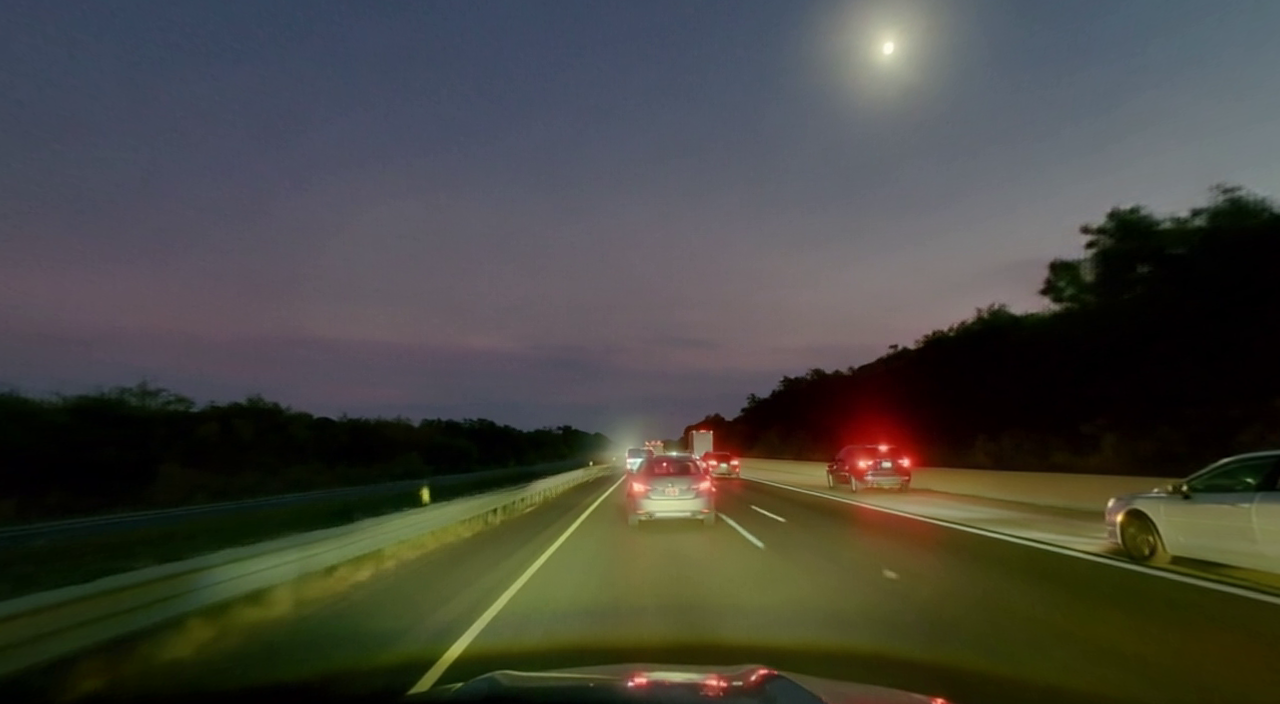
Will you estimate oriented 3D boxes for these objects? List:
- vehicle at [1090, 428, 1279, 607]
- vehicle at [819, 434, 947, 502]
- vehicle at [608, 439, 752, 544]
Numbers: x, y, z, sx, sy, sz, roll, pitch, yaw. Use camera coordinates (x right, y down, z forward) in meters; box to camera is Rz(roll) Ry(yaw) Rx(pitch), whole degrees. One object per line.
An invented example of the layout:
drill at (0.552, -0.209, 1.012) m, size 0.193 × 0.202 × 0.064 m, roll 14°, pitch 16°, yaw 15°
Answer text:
vehicle at (6.350, 1.398, 5.377) m, size 1.965 × 1.484 × 4.090 m, roll 0°, pitch -9°, yaw 0°
vehicle at (6.808, 3.283, 18.227) m, size 1.980 × 1.702 × 4.235 m, roll 0°, pitch -9°, yaw 0°
vehicle at (0.581, 2.326, 11.084) m, size 2.076 × 1.485 × 3.774 m, roll 0°, pitch -9°, yaw 0°
